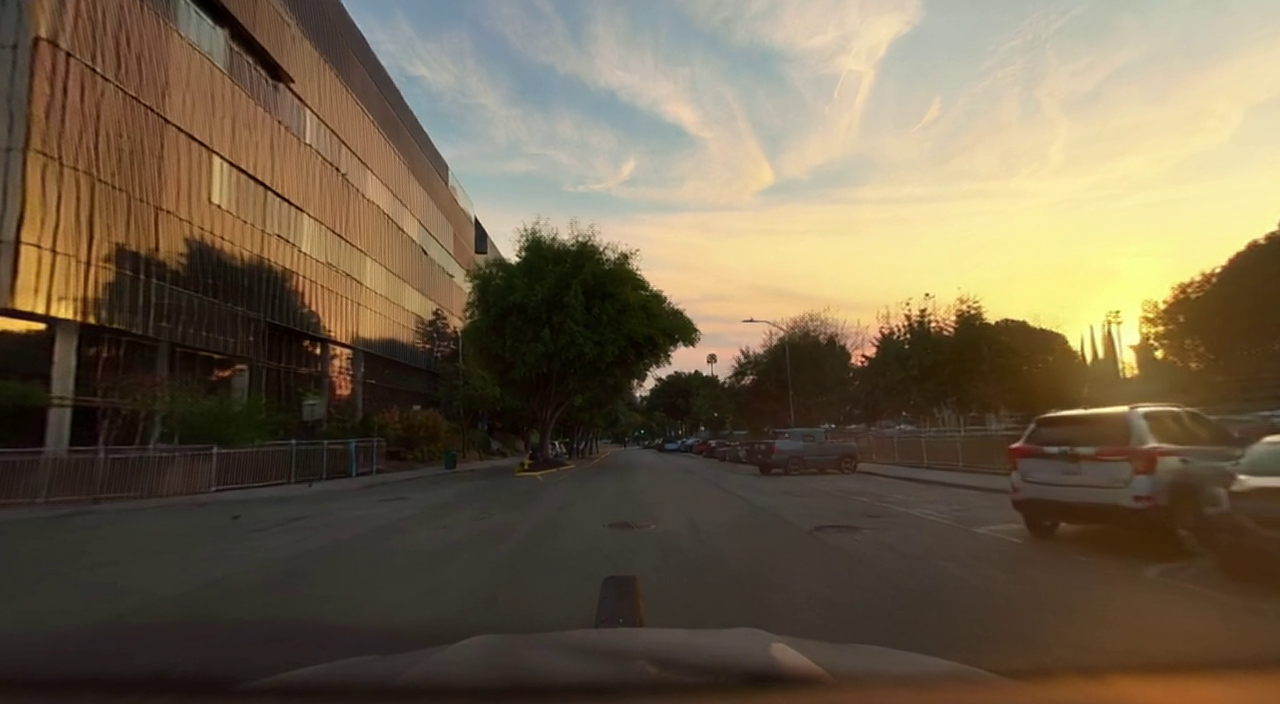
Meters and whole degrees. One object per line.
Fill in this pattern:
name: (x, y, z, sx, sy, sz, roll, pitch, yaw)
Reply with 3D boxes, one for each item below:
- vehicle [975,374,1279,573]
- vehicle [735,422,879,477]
vehicle: (6.855, 1.505, 8.463, 4.892, 1.927, 2.065, 6, -10, -35)
vehicle: (6.439, 3.686, 24.294, 5.061, 1.829, 2.274, 2, -9, -29)
